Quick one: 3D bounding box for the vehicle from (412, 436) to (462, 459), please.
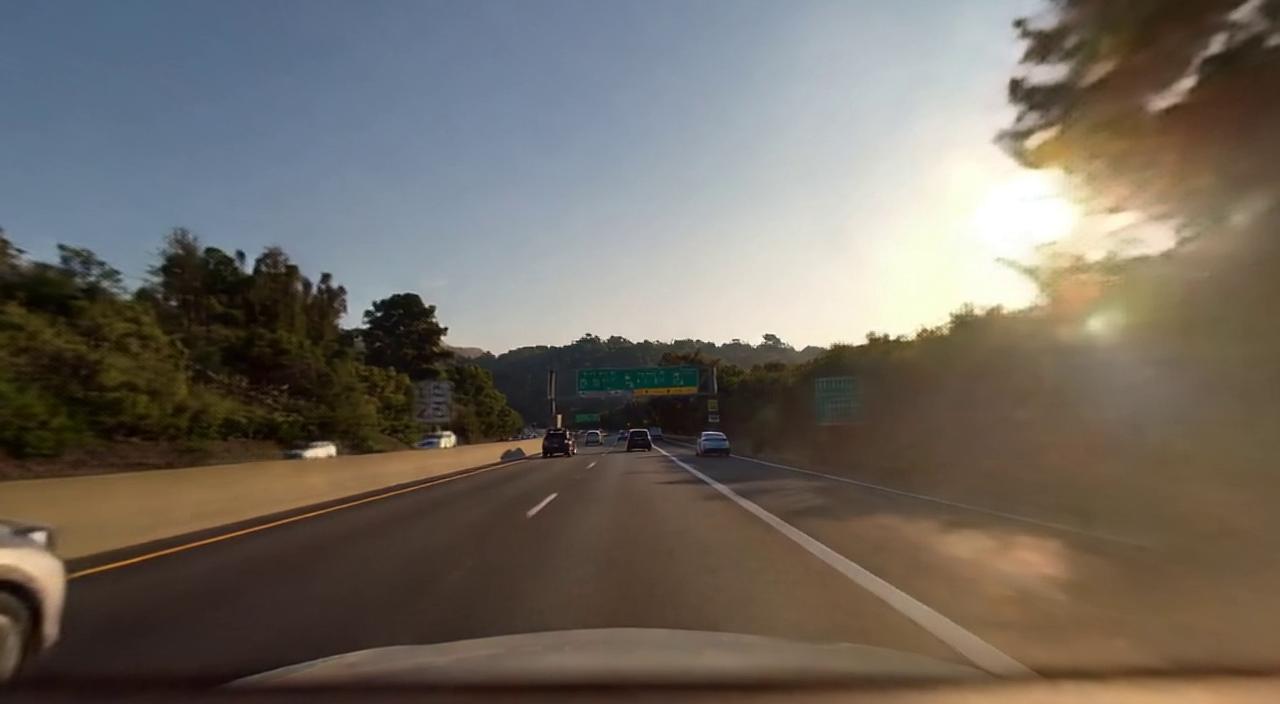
[{"bbox_3d":[-13.982,6.566,43.731,1.926,1.483,4.717,0,-8,-1],"label":"vehicle"}]

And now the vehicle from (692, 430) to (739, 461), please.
[{"bbox_3d":[3.863,4.853,32.828,1.841,1.491,3.869,0,-8,-2],"label":"vehicle"}]

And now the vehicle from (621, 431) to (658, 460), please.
[{"bbox_3d":[-0.061,5.015,34.123,1.869,1.466,3.356,0,-8,-1],"label":"vehicle"}]

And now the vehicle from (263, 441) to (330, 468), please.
[{"bbox_3d":[-20.909,6.238,38.590,1.890,1.473,3.920,-1,-8,0],"label":"vehicle"}]

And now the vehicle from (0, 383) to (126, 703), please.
[{"bbox_3d":[-3.675,0.652,0.827,2.023,1.512,4.804,0,-8,-1],"label":"vehicle"}]
